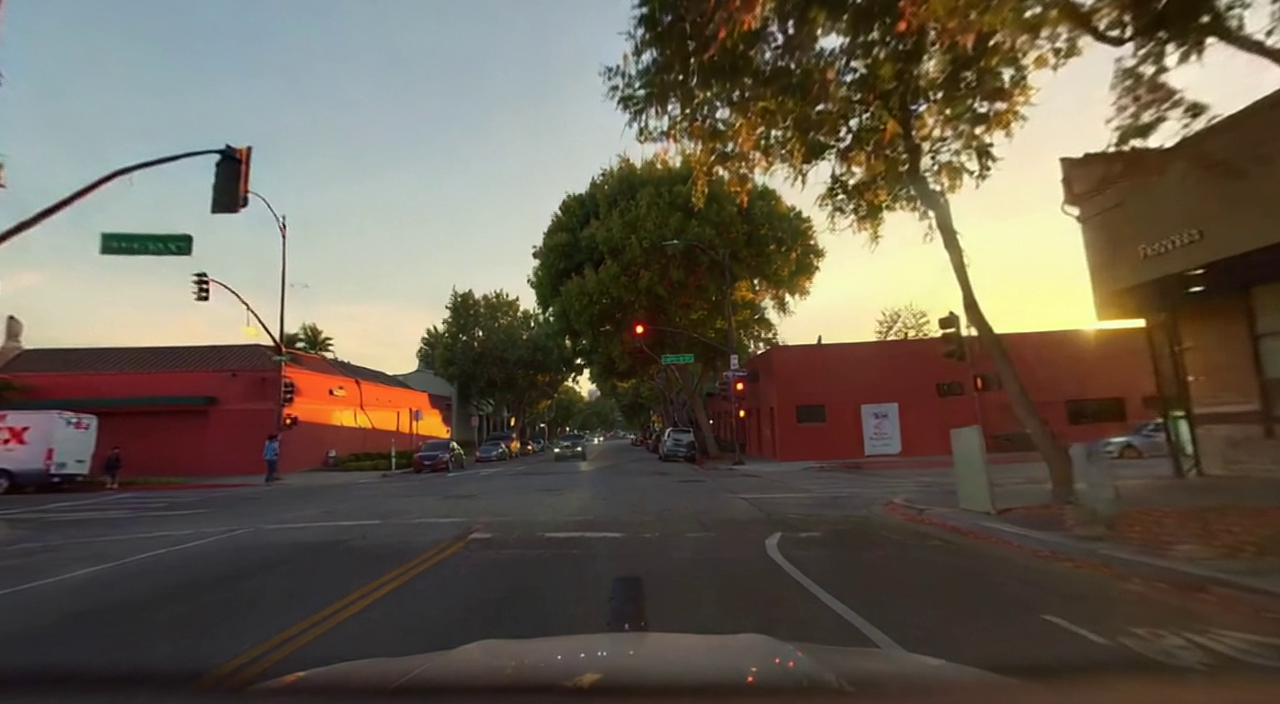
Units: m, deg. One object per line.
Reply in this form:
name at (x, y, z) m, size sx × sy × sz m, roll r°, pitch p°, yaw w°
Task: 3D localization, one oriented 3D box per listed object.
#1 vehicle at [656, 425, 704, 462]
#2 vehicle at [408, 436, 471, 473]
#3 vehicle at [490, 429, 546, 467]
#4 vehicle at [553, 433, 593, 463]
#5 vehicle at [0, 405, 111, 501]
vehicle at (2.470, 5.847, 40.478) m, size 2.557 × 2.188 × 5.164 m, roll 0°, pitch -8°, yaw -3°
vehicle at (-10.386, 5.307, 32.977) m, size 2.216 × 1.804 × 4.526 m, roll 1°, pitch -8°, yaw -6°
vehicle at (-6.470, 5.152, 33.976) m, size 2.242 × 1.887 × 4.924 m, roll 0°, pitch -8°, yaw -3°
vehicle at (-3.795, 5.523, 36.423) m, size 2.033 × 1.596 × 4.142 m, roll 0°, pitch -8°, yaw -3°
vehicle at (-25.946, 3.801, 23.528) m, size 9.465 × 3.299 × 3.029 m, roll -1°, pitch -6°, yaw -3°
